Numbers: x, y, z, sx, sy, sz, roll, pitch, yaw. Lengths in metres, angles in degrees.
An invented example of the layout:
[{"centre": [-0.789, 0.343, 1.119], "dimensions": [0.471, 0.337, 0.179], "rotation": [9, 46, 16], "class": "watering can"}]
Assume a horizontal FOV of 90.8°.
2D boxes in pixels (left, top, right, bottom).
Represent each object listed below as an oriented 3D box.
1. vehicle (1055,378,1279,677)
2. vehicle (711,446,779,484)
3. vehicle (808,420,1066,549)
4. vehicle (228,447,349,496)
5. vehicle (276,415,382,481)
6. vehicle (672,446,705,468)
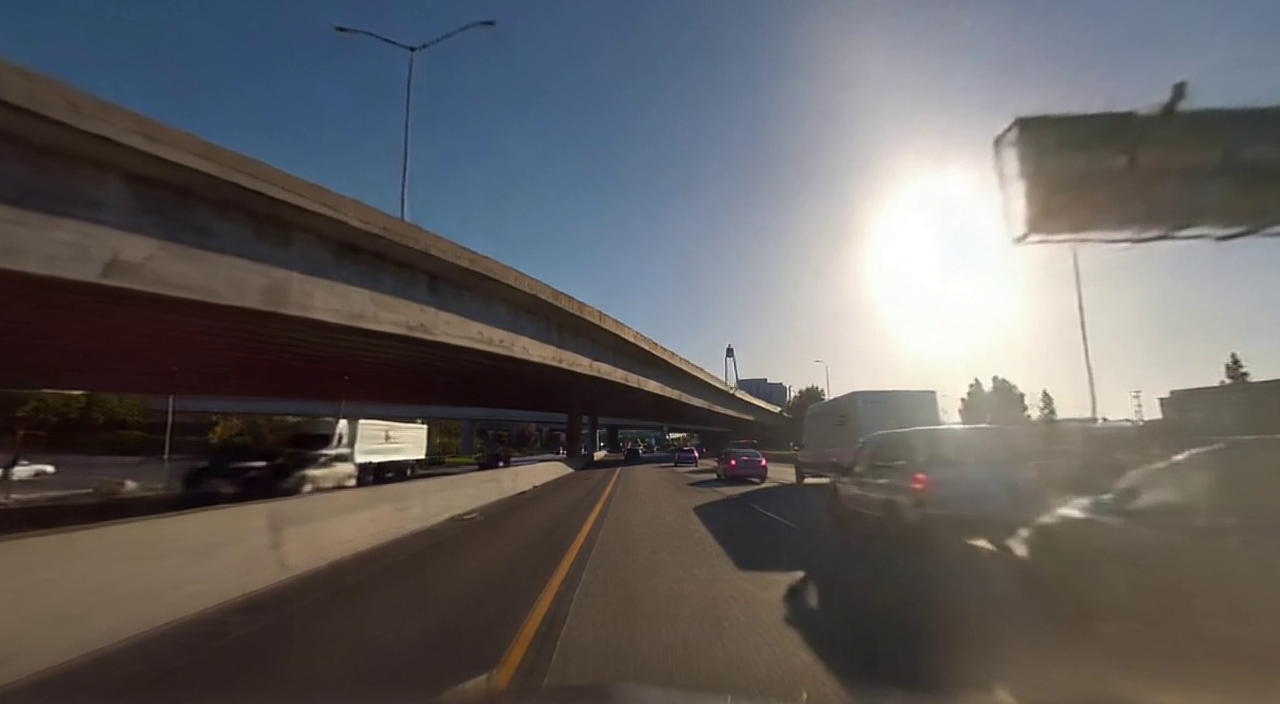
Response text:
[{"centre": [4.730, 0.943, 3.214], "dimensions": [2.084, 1.698, 4.489], "rotation": [0, -9, -1], "class": "vehicle"}, {"centre": [4.281, 4.682, 26.513], "dimensions": [1.971, 1.453, 4.414], "rotation": [0, -9, -2], "class": "vehicle"}, {"centre": [4.639, 2.129, 10.876], "dimensions": [2.092, 1.710, 4.587], "rotation": [0, -9, -1], "class": "vehicle"}, {"centre": [-12.942, 4.389, 23.639], "dimensions": [1.971, 1.612, 4.481], "rotation": [0, -9, -1], "class": "vehicle"}, {"centre": [-20.774, 6.518, 42.982], "dimensions": [3.051, 3.996, 8.261], "rotation": [0, -9, -1], "class": "vehicle"}, {"centre": [3.673, 8.032, 48.406], "dimensions": [2.005, 1.585, 4.863], "rotation": [0, -9, -2], "class": "vehicle"}]
